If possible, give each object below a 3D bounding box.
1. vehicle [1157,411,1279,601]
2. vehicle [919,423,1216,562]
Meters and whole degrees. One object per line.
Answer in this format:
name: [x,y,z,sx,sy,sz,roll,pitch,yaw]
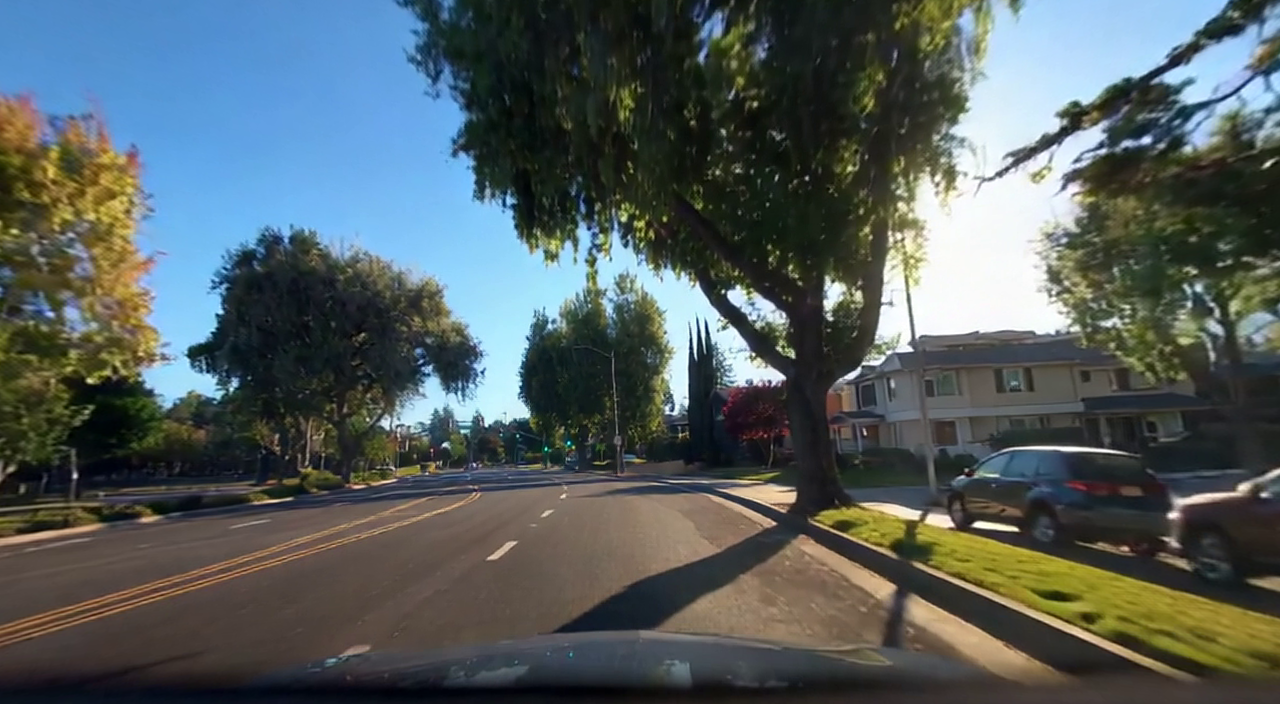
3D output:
vehicle: [7.560,1.405,5.381,2.193,1.872,4.684,-3,-7,-1]
vehicle: [7.697,2.545,12.364,2.456,2.057,5.270,-3,-8,6]
